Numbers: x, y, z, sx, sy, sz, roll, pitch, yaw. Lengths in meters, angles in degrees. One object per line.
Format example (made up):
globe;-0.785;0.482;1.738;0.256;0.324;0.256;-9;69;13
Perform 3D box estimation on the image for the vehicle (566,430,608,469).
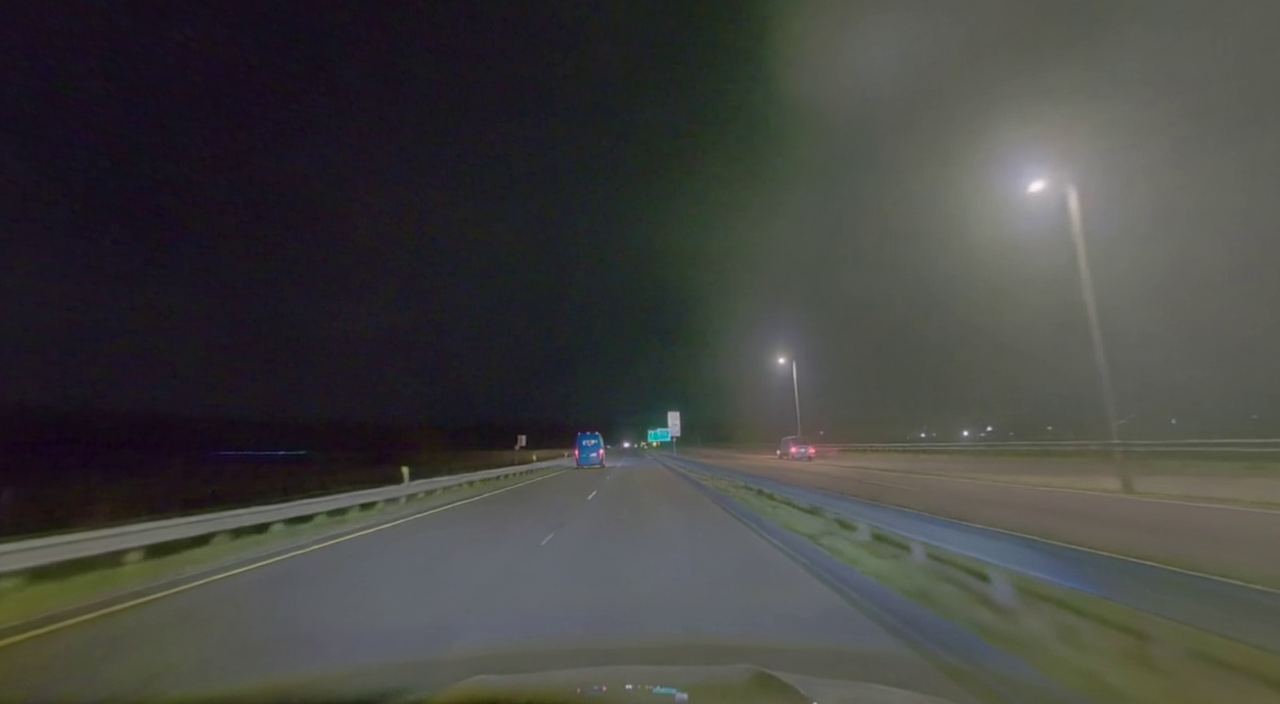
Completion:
vehicle;-3.760;7.108;45.735;2.463;2.640;7.034;0;-9;0
